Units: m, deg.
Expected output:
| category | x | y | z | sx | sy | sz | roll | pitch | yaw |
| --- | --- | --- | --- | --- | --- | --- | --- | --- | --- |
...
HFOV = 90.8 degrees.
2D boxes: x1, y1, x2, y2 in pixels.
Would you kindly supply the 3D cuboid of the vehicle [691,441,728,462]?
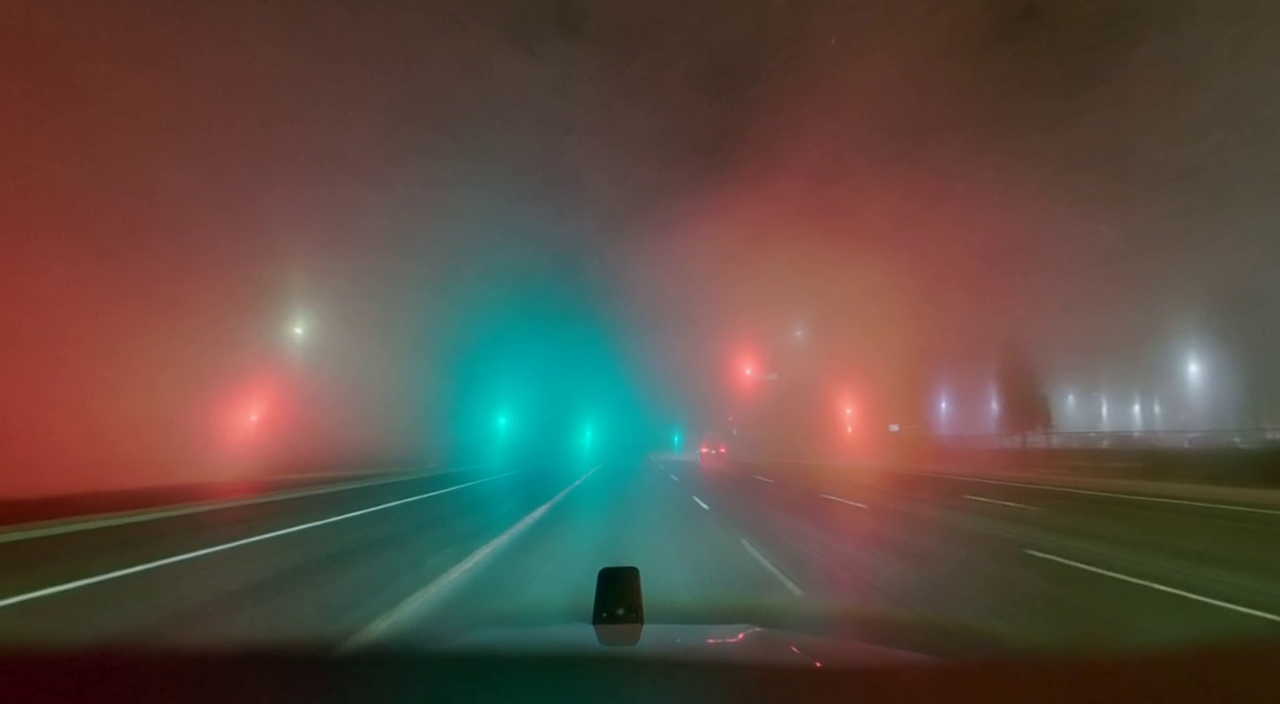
| category | x | y | z | sx | sy | sz | roll | pitch | yaw |
| --- | --- | --- | --- | --- | --- | --- | --- | --- | --- |
| vehicle | 5.173 | 7.490 | 47.682 | 2.187 | 1.475 | 4.529 | 0 | -9 | -1 |
